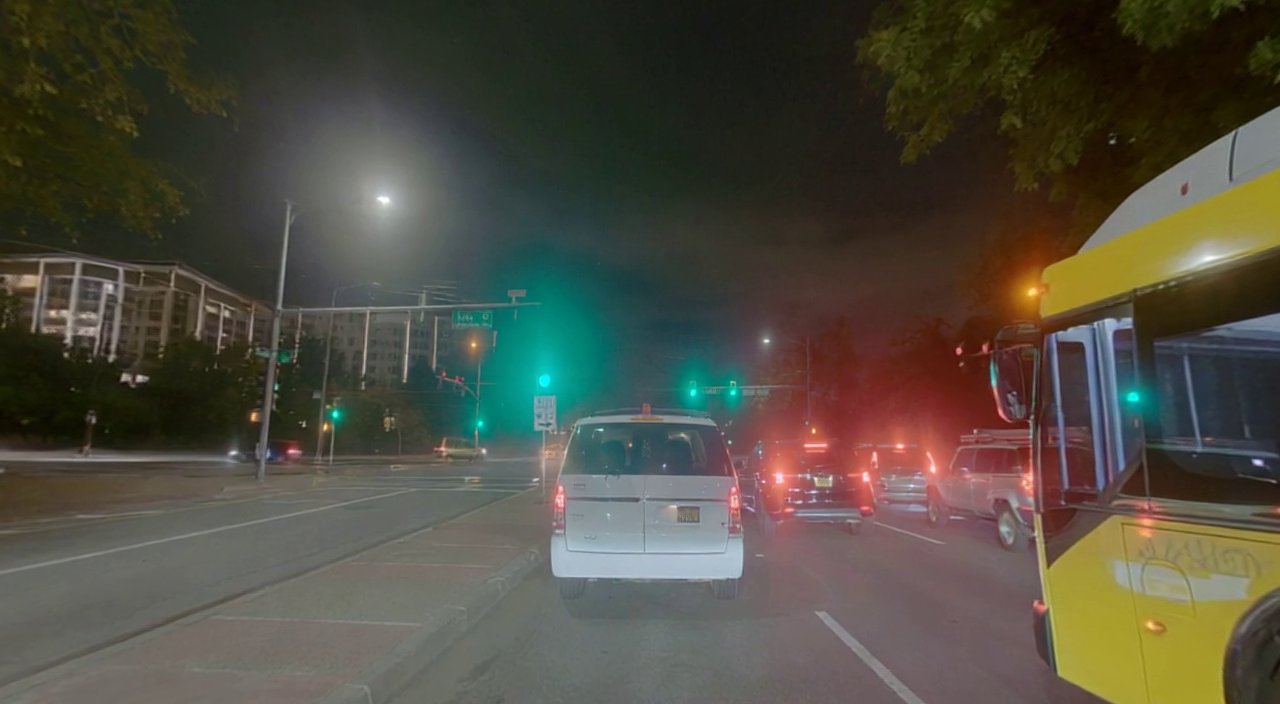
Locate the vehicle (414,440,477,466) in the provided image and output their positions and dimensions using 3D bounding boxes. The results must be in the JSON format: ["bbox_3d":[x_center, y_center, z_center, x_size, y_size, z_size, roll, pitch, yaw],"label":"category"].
[{"bbox_3d":[-13.556,7.060,43.963,1.924,1.720,4.097,-4,-9,23],"label":"vehicle"}]

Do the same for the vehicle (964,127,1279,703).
[{"bbox_3d":[2.609,0.316,0.421,2.037,2.065,5.037,0,-8,0],"label":"vehicle"}]

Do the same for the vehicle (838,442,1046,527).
[{"bbox_3d":[5.967,2.637,13.222,1.987,1.457,4.675,0,-8,-1],"label":"vehicle"}]

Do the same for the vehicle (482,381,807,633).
[{"bbox_3d":[0.004,1.474,7.001,2.381,1.842,4.603,0,-8,-1],"label":"vehicle"}]
